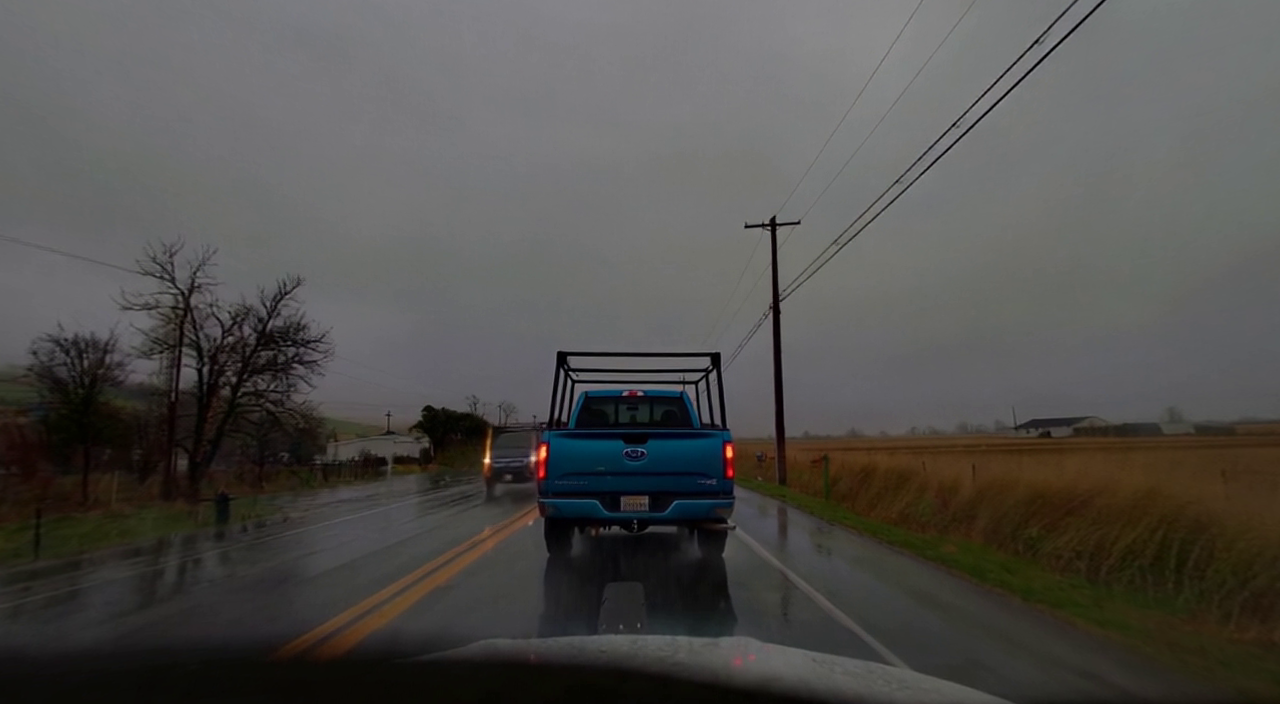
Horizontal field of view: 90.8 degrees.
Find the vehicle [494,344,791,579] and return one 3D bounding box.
[{"bbox_3d":[-0.064,1.608,9.982,2.912,2.320,7.292,0,-8,-1],"label":"vehicle"}]
